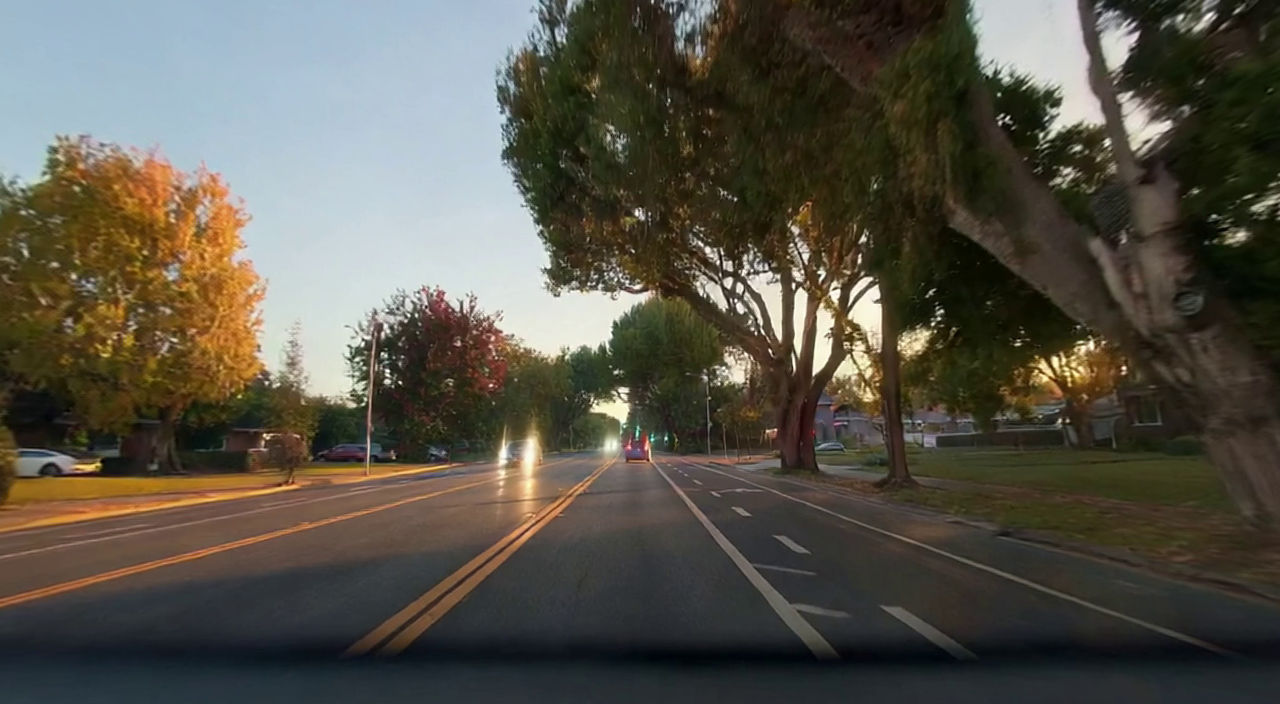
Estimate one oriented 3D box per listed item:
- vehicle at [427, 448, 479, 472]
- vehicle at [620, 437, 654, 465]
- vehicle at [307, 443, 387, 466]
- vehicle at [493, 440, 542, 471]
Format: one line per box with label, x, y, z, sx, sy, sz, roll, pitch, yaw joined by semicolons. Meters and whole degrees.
vehicle;-12.329;7.139;41.969;2.090;1.478;4.376;0;-8;1
vehicle;-0.236;6.849;43.788;2.230;1.827;4.298;0;-8;0
vehicle;-21.135;7.421;45.673;4.773;1.625;1.933;0;-8;-1
vehicle;-7.199;6.121;37.648;2.065;1.719;4.265;0;-8;0
